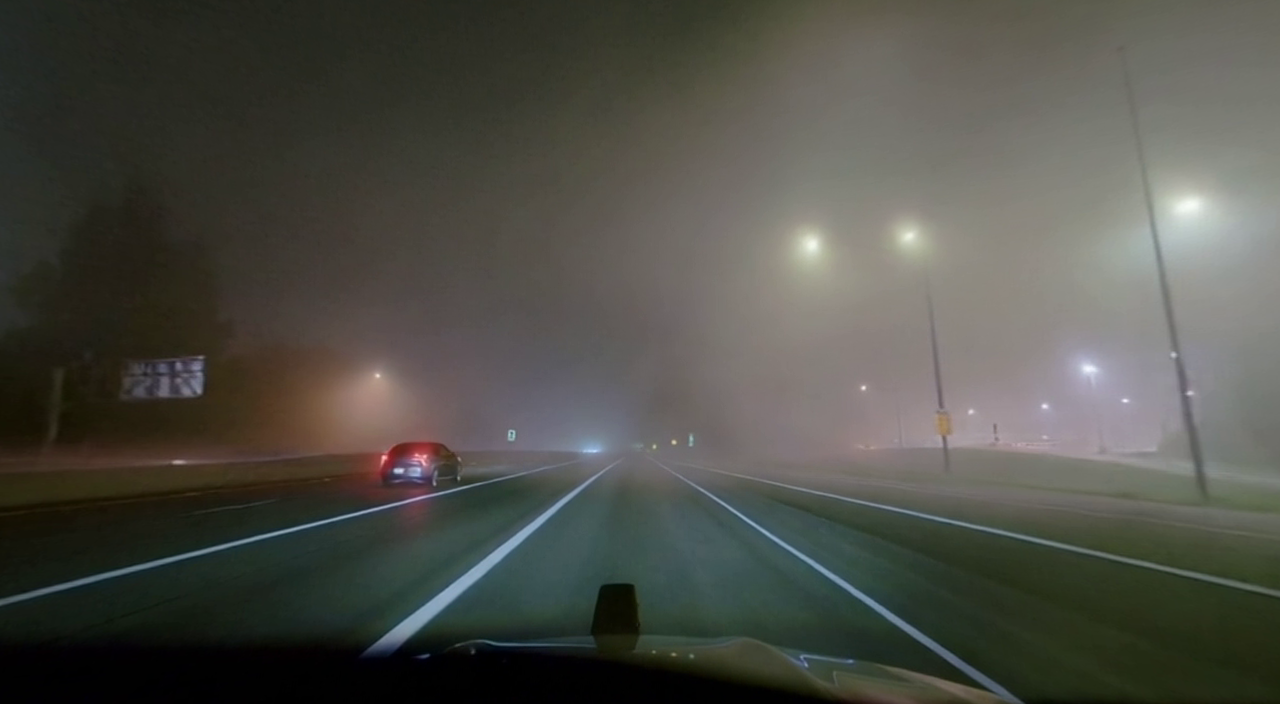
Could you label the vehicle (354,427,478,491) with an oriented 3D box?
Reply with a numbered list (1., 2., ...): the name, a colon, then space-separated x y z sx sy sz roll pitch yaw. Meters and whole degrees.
1. vehicle: -7.025 3.408 20.488 2.231 1.807 4.758 0 -8 0
